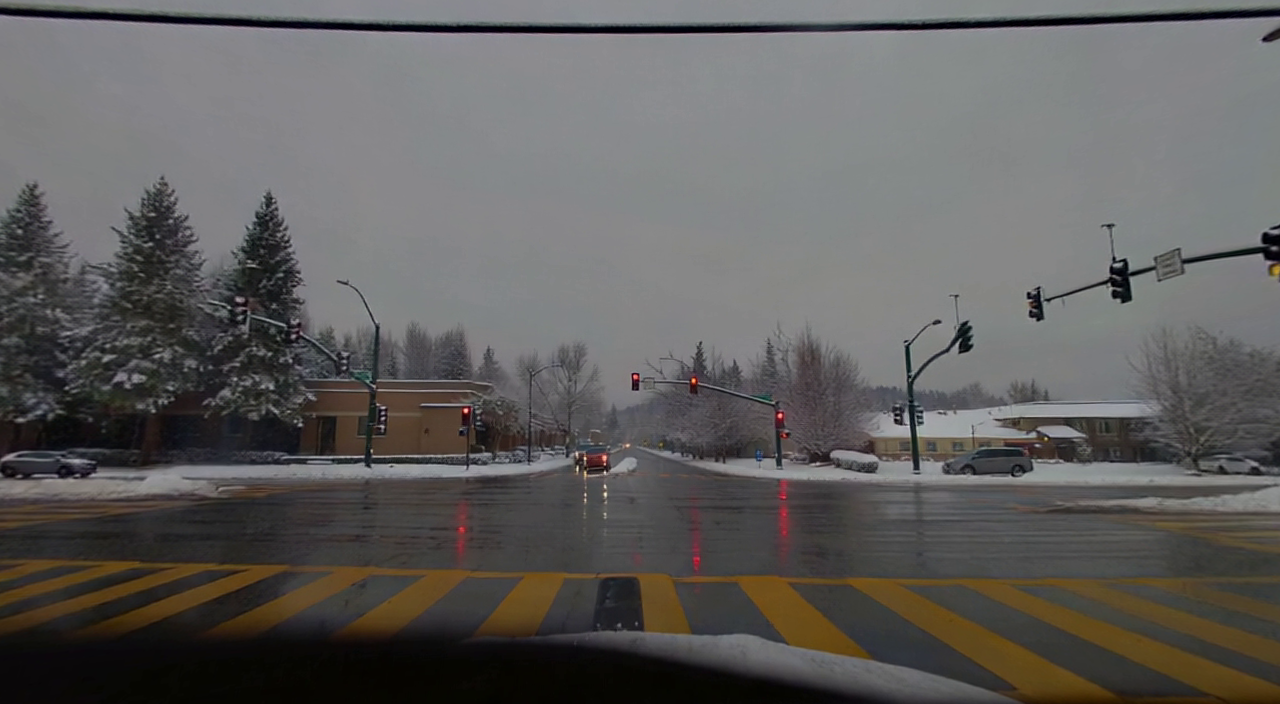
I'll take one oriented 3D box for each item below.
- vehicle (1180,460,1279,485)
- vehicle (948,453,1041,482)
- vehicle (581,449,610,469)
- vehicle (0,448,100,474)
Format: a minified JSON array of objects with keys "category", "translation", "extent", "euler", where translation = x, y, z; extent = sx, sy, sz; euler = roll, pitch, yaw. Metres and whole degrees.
[{"category":"vehicle","translation":[36.224,7.309,38.297],"extent":[4.976,1.428,1.929],"euler":[0,-8,-1]},{"category":"vehicle","translation":[21.103,6.874,37.585],"extent":[4.447,1.623,1.801],"euler":[0,-9,-3]},{"category":"vehicle","translation":[-3.440,8.362,49.227],"extent":[1.908,1.441,4.142],"euler":[0,-8,1]},{"category":"vehicle","translation":[-35.138,6.419,37.191],"extent":[4.741,1.447,1.807],"euler":[0,-9,0]}]
